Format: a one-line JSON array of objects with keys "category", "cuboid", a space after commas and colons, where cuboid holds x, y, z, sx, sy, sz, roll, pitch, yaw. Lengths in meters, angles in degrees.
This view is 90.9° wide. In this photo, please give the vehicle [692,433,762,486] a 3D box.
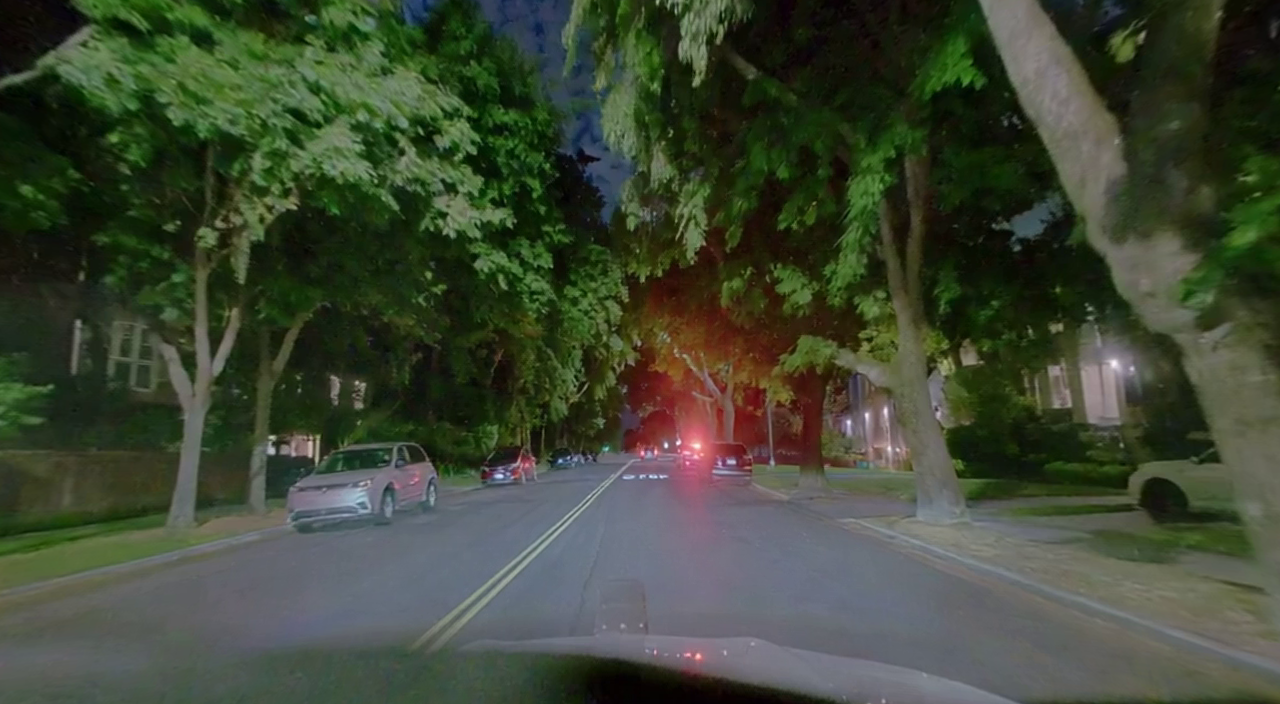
[{"category": "vehicle", "cuboid": [3.186, 4.043, 24.088, 2.117, 1.807, 4.964, 0, -8, 2]}]

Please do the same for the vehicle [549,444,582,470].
[{"category": "vehicle", "cuboid": [-5.177, 7.311, 44.156, 1.955, 1.659, 4.324, 0, -8, -2]}]

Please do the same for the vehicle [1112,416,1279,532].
[{"category": "vehicle", "cuboid": [9.366, 1.637, 8.518, 2.046, 1.507, 4.665, 1, -8, -6]}]

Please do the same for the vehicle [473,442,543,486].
[{"category": "vehicle", "cuboid": [-5.598, 4.793, 27.366, 2.007, 1.709, 4.502, 0, -8, 0]}]

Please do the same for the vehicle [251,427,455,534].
[{"category": "vehicle", "cuboid": [-5.777, 2.633, 13.556, 2.165, 1.758, 4.701, -3, -9, 1]}]
